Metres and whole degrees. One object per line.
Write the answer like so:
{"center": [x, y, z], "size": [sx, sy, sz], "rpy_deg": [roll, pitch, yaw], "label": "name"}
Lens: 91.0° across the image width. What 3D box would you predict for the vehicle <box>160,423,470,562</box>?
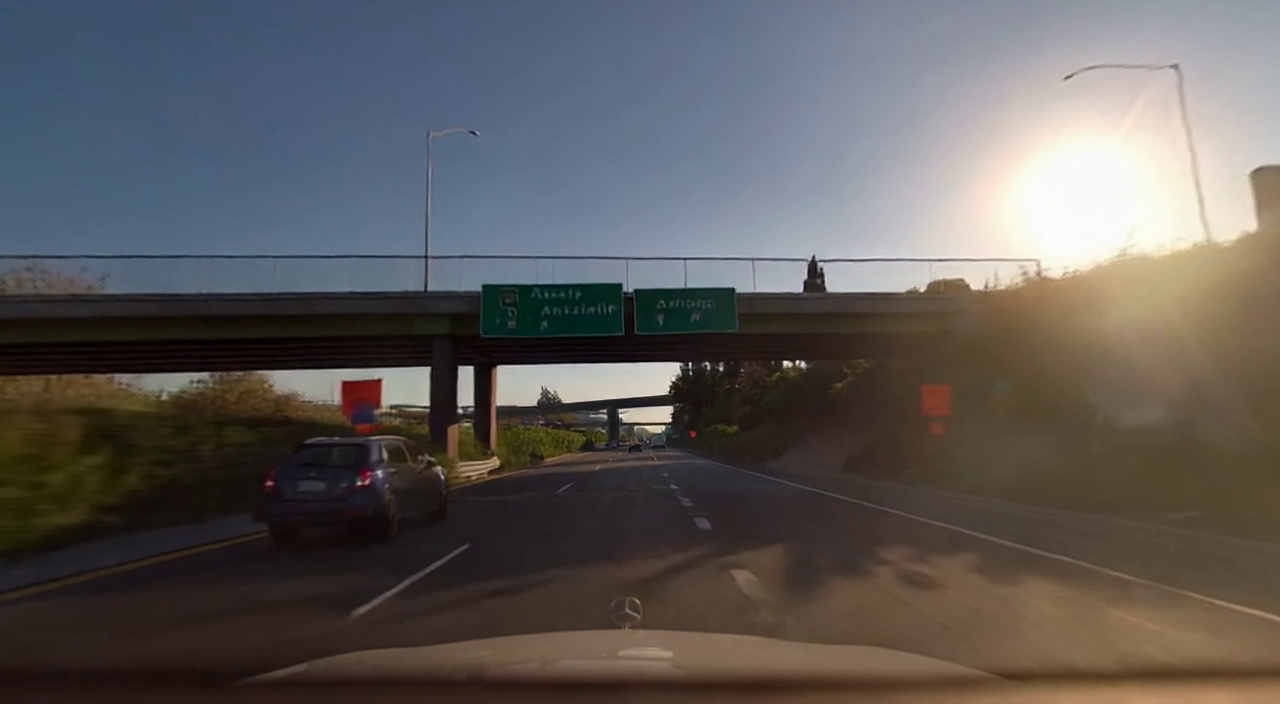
{"center": [-4.041, 1.806, 8.935], "size": [1.934, 1.451, 4.544], "rpy_deg": [0, -8, 1], "label": "vehicle"}
